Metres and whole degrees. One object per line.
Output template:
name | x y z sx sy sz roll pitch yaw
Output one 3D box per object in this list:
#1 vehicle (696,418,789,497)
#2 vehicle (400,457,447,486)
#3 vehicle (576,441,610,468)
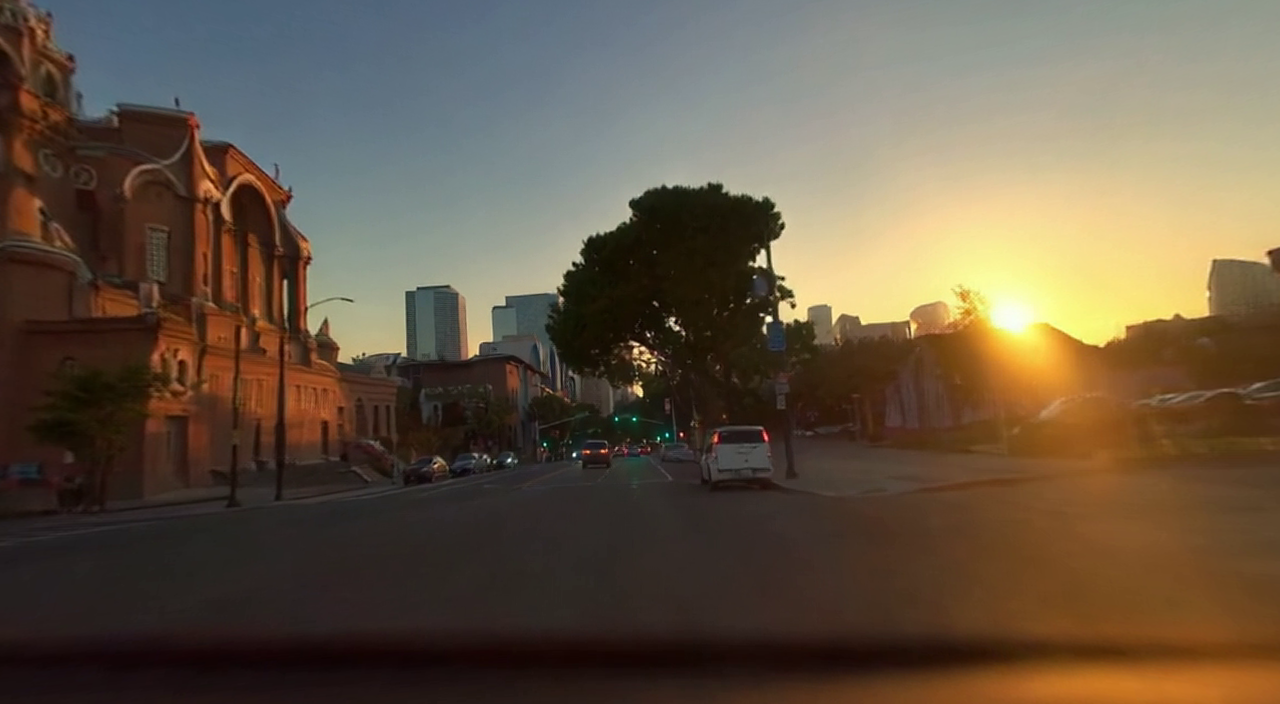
vehicle | 2.878 3.116 18.964 2.074 2.041 5.045 0 -8 2
vehicle | -15.440 8.541 45.352 1.978 1.819 4.477 0 -8 -3
vehicle | -3.521 7.831 48.426 2.293 1.936 4.737 0 -8 0
